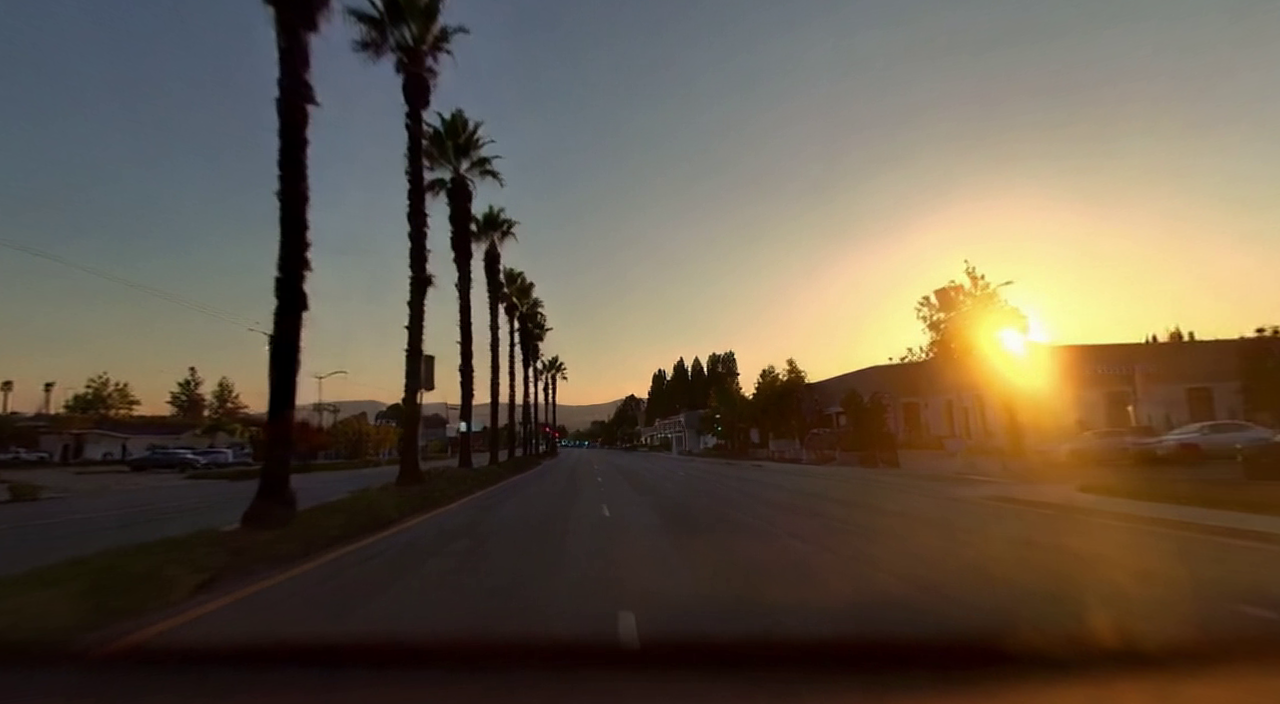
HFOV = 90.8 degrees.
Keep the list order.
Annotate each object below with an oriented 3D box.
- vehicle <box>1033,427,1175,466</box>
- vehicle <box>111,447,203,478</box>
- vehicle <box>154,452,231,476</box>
[{"bbox_3d":[18.665,3.794,25.510,4.382,1.463,1.869,1,-9,-6],"label":"vehicle"},{"bbox_3d":[-33.140,7.541,43.606,2.236,1.982,5.467,0,-8,-4],"label":"vehicle"},{"bbox_3d":[-30.174,7.540,42.774,1.945,1.444,4.428,-4,-9,1],"label":"vehicle"}]
